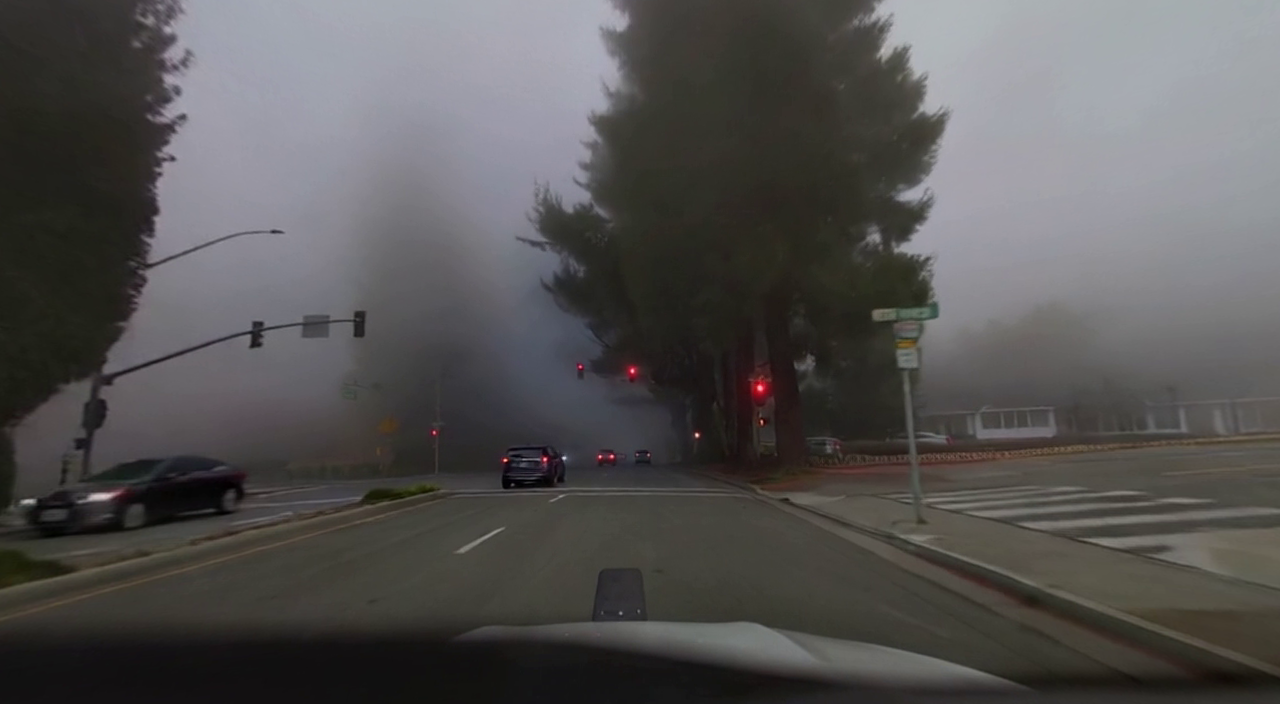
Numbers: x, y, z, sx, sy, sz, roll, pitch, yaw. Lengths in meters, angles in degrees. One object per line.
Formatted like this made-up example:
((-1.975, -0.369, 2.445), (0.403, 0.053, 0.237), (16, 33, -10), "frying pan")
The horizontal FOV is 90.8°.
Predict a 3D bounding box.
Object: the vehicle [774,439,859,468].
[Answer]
((11.114, 6.445, 40.102), (4.817, 1.789, 2.010), (-1, -10, 6), "vehicle")

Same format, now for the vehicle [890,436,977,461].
((19.777, 6.536, 42.734), (4.954, 1.458, 1.951), (1, -10, 2), "vehicle")

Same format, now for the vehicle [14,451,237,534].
((-13.937, 3.763, 17.672), (2.140, 1.824, 4.913), (-3, -9, 0), "vehicle")

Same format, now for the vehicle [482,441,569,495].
((-3.958, 4.085, 22.689), (2.169, 1.706, 4.638), (0, -9, 1), "vehicle")
